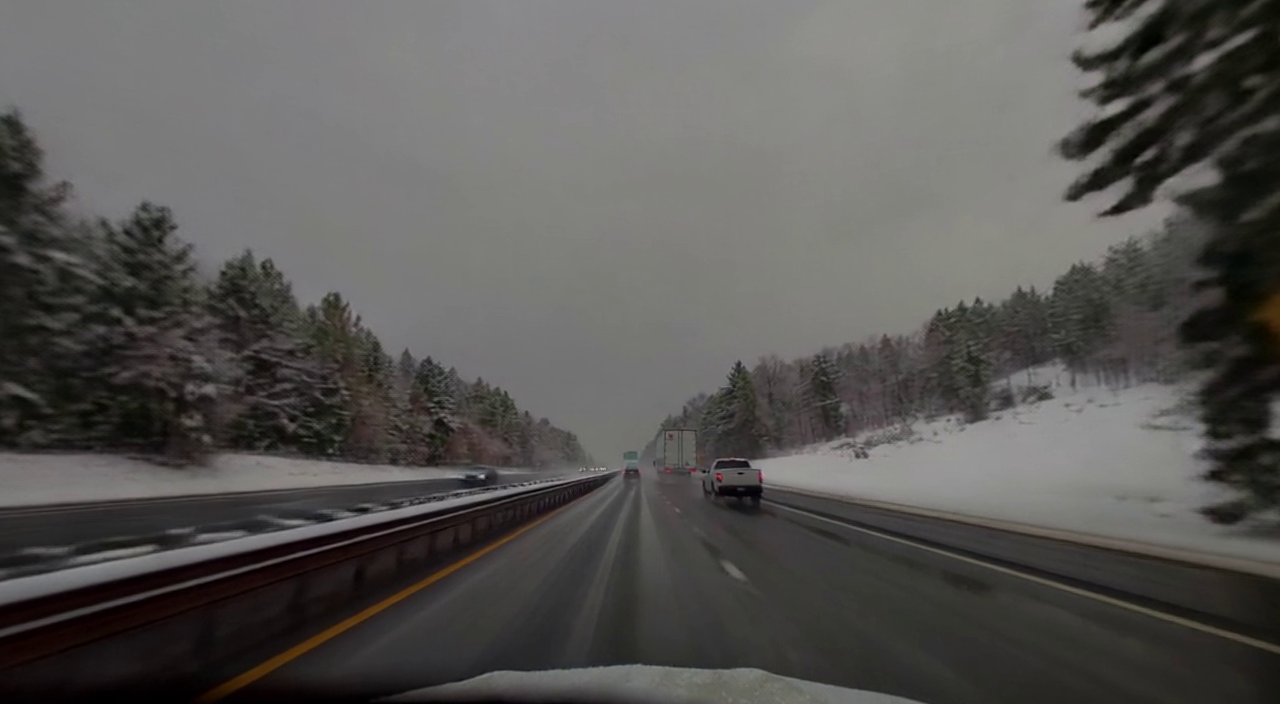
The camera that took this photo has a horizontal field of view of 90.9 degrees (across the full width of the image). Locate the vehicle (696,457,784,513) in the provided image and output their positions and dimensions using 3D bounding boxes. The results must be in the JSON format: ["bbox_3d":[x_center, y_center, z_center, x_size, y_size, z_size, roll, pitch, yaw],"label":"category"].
[{"bbox_3d":[3.248,4.460,21.435,2.124,1.662,4.641,1,-10,-1],"label":"vehicle"}]

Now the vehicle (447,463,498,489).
[{"bbox_3d":[-10.333,7.685,39.088,2.015,1.457,3.979,1,-10,0],"label":"vehicle"}]
